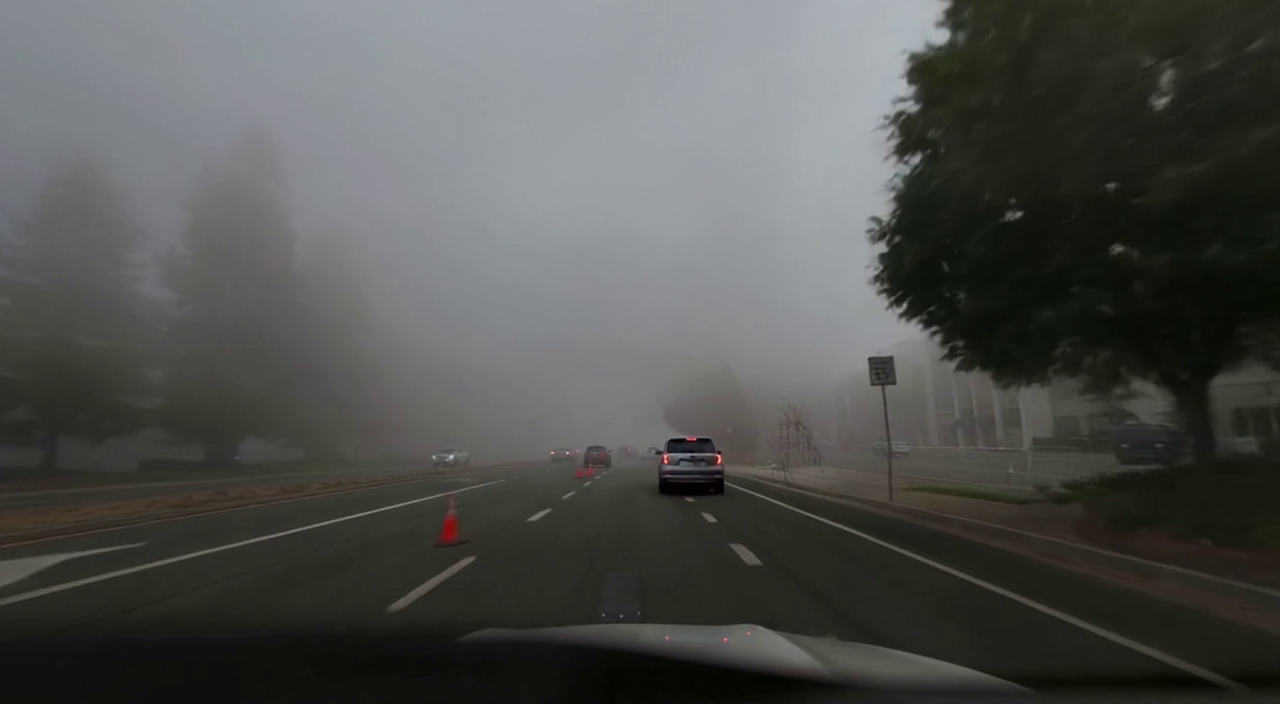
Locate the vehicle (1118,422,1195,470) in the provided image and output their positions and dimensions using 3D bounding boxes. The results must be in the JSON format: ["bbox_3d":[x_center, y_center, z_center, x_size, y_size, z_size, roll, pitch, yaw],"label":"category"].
[{"bbox_3d":[20.066,3.645,24.471,1.926,1.680,4.410,-8,-11,42],"label":"vehicle"}]

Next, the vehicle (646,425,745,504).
[{"bbox_3d":[1.326,2.976,17.145,2.197,1.835,4.316,0,-8,-1],"label":"vehicle"}]

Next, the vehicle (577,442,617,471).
[{"bbox_3d":[-2.572,6.416,38.923,2.121,1.654,3.993,0,-8,1],"label":"vehicle"}]
